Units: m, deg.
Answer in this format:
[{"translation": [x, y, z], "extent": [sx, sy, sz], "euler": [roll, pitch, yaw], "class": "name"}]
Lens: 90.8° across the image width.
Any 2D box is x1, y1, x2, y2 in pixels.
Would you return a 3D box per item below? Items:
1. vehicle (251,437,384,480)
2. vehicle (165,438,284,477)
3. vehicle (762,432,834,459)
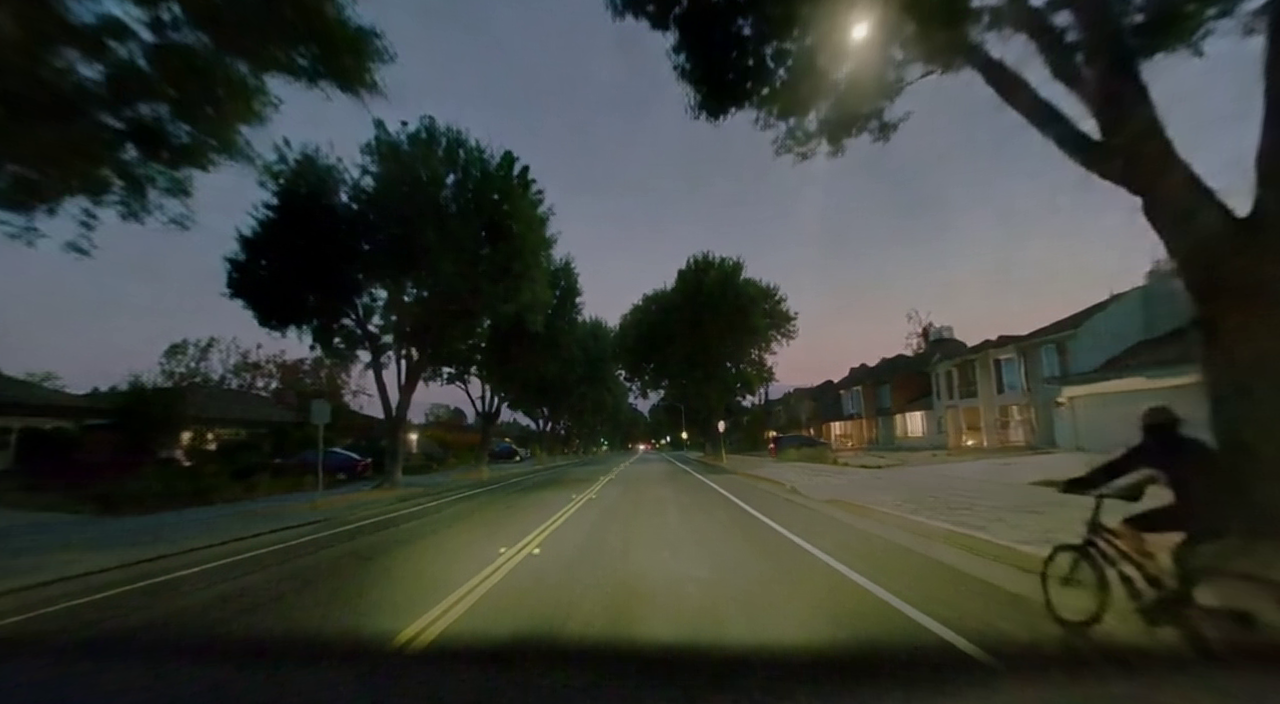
[{"translation": [-13.682, 4.541, 27.007], "extent": [4.587, 1.722, 1.906], "euler": [0, -8, -1], "class": "vehicle"}, {"translation": [-19.538, 4.933, 29.794], "extent": [4.455, 1.707, 1.939], "euler": [6, -10, -37], "class": "vehicle"}, {"translation": [10.825, 6.432, 43.542], "extent": [4.449, 1.765, 1.917], "euler": [0, -8, 4], "class": "vehicle"}]
